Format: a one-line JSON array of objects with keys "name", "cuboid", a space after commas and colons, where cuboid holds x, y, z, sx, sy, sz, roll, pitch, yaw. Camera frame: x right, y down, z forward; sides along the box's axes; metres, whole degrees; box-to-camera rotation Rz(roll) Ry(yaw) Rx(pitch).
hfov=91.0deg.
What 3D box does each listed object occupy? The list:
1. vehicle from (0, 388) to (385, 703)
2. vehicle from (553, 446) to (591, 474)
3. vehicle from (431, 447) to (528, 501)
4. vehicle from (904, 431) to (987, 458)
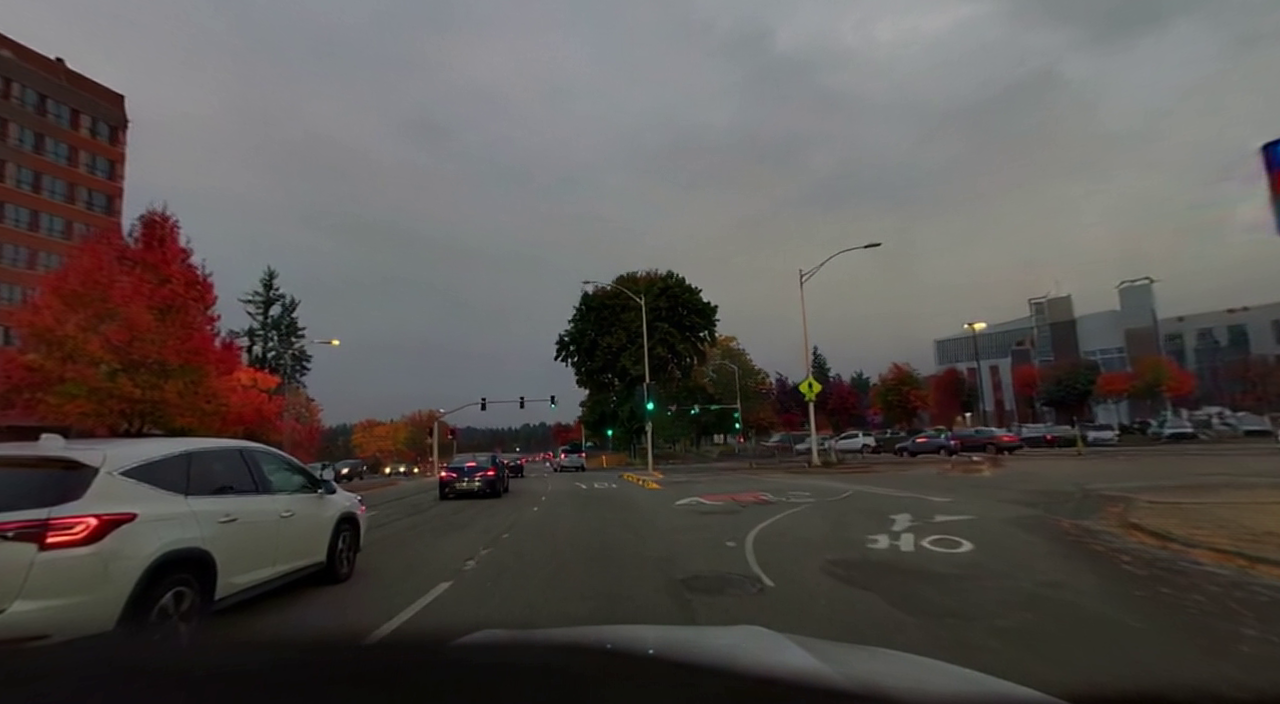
[{"name": "vehicle", "cuboid": [-4.043, 1.318, 5.036, 2.085, 1.663, 4.513, 1, -9, 0]}, {"name": "vehicle", "cuboid": [-4.429, 6.951, 40.644, 2.144, 1.704, 4.028, 2, -9, -9]}, {"name": "vehicle", "cuboid": [-5.081, 3.921, 20.787, 2.090, 1.506, 5.326, 1, -9, -4]}, {"name": "vehicle", "cuboid": [21.134, 6.436, 43.700, 2.017, 1.746, 4.727, 7, -11, -35]}]
